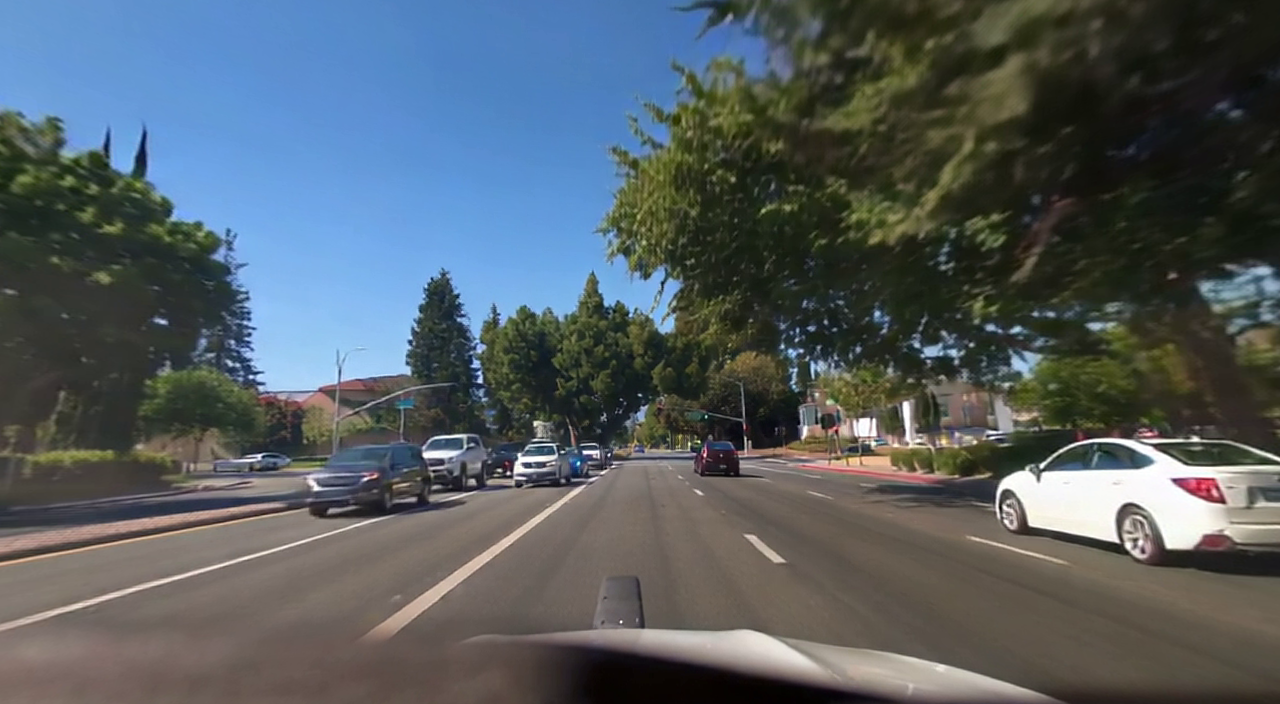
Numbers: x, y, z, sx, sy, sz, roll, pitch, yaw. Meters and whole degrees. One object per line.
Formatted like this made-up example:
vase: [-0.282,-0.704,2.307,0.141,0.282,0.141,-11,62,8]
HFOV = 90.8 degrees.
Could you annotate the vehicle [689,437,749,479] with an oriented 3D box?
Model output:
vehicle: [3.567,4.869,29.333,2.095,1.759,4.862,0,-9,-1]

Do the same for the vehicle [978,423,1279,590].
vehicle: [6.735,1.838,8.420,2.000,1.618,4.238,0,-9,-1]

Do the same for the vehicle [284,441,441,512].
vehicle: [-6.617,2.997,15.702,1.970,1.483,4.269,0,-8,0]

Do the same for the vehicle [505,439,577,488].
vehicle: [-3.548,4.085,23.472,1.948,1.595,4.256,-1,-9,0]

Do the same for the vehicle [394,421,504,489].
vehicle: [-6.705,3.721,23.092,2.141,2.111,5.940,-1,-9,0]
